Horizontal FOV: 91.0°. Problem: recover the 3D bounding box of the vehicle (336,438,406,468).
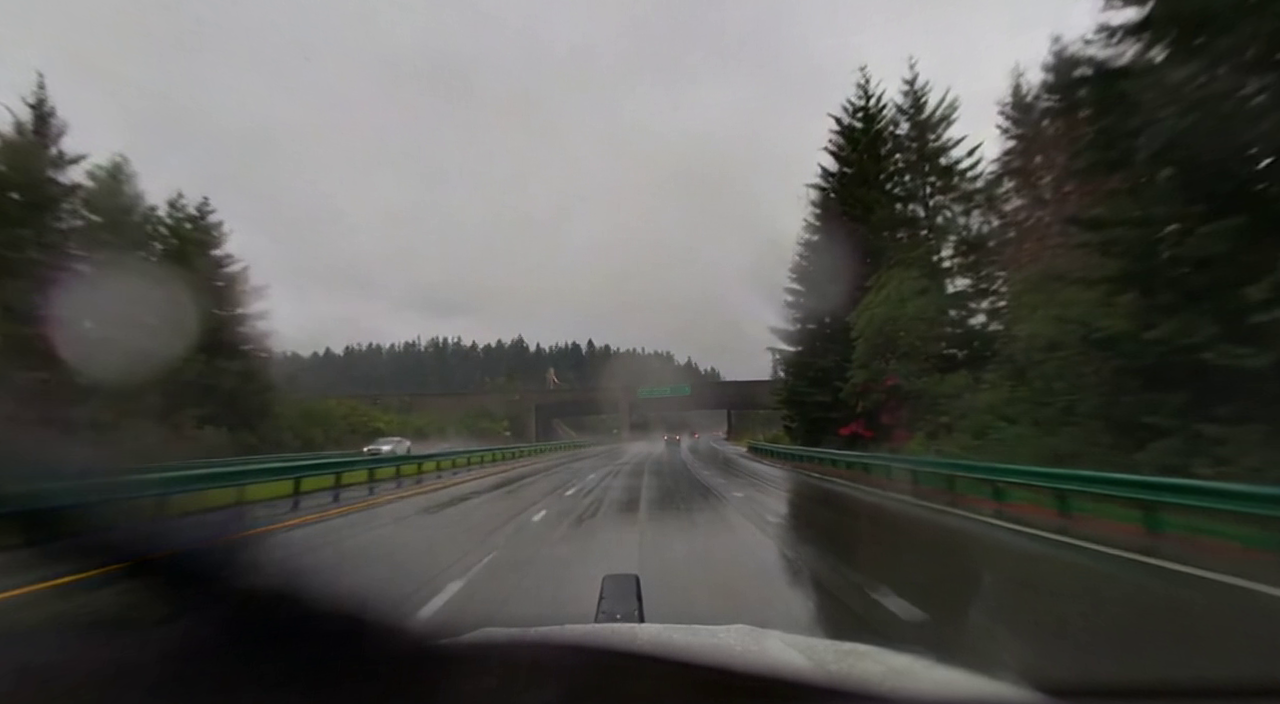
[{"bbox_3d":[-14.037,5.265,33.079,1.905,1.474,3.786,0,-8,2],"label":"vehicle"}]
